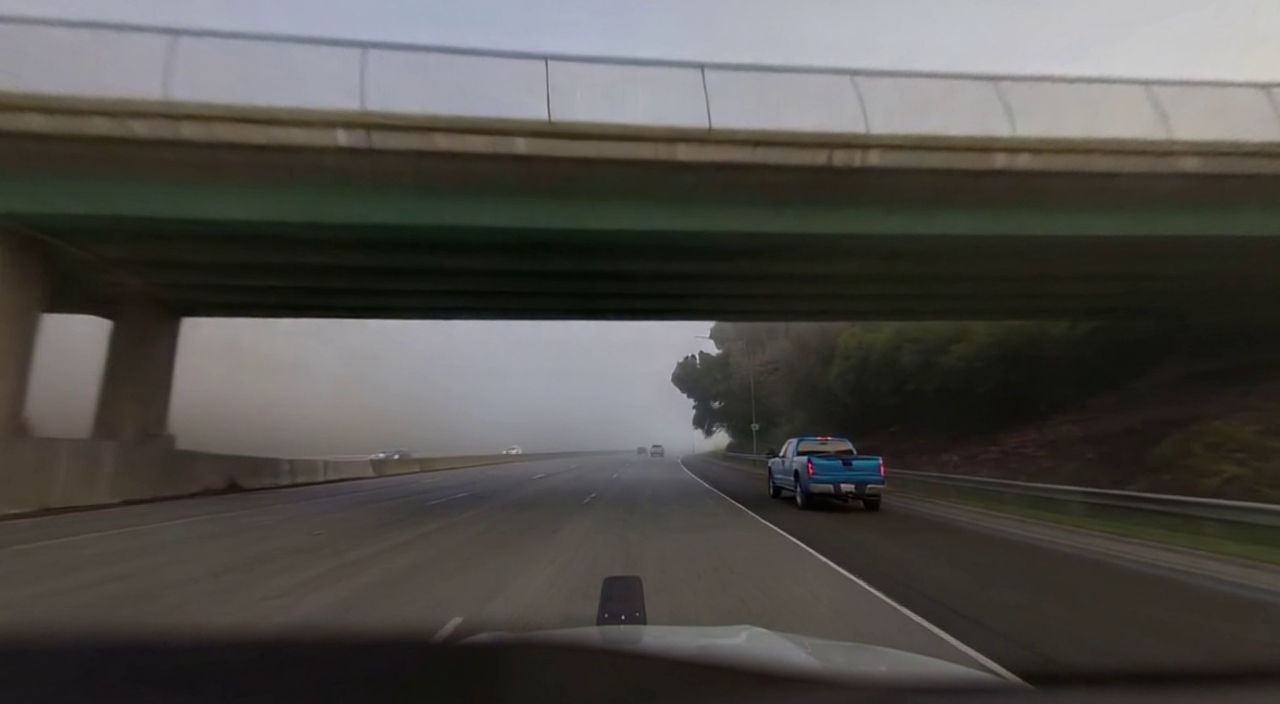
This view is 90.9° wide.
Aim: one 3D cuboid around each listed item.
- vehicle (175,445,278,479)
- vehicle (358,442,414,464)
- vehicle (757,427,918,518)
[{"bbox_3d":[-19.615,5.205,30.159,1.833,1.438,4.439,0,-8,1],"label":"vehicle"},{"bbox_3d":[-19.409,7.739,48.498,1.997,1.583,5.181,0,-8,2],"label":"vehicle"},{"bbox_3d":[4.060,2.557,14.003,2.010,1.637,4.940,0,-8,1],"label":"vehicle"}]
